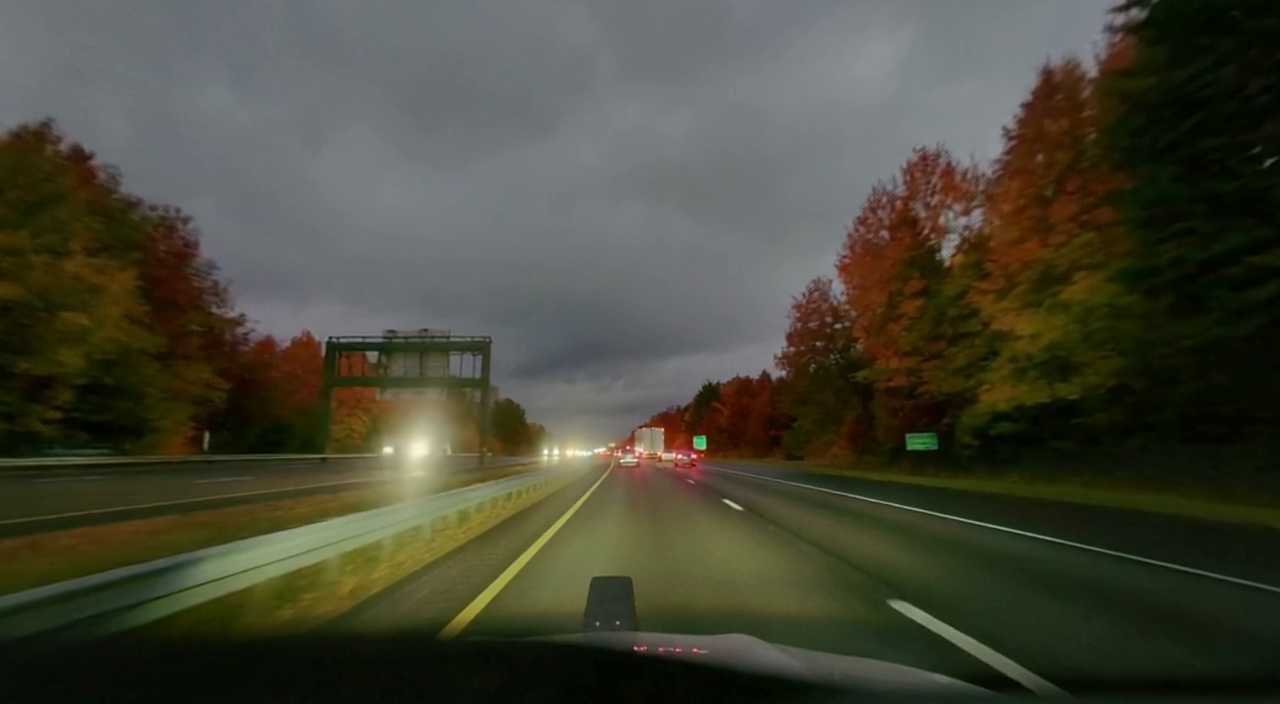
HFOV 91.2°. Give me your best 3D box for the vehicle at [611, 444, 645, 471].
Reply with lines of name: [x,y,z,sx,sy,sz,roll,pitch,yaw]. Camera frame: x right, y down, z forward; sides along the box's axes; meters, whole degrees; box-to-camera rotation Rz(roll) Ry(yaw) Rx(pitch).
vehicle: [-0.788,7.003,41.922,2.151,1.693,4.201,0,-9,-1]

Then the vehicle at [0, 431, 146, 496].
vehicle: [-44.594,8.065,45.693,2.912,4.269,18.209,0,-9,-2]

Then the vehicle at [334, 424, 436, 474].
vehicle: [-8.884,3.435,22.252,1.922,1.561,4.160,0,-9,-1]

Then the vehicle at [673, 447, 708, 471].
vehicle: [3.373,7.208,42.516,1.968,1.513,3.911,0,-9,-2]
